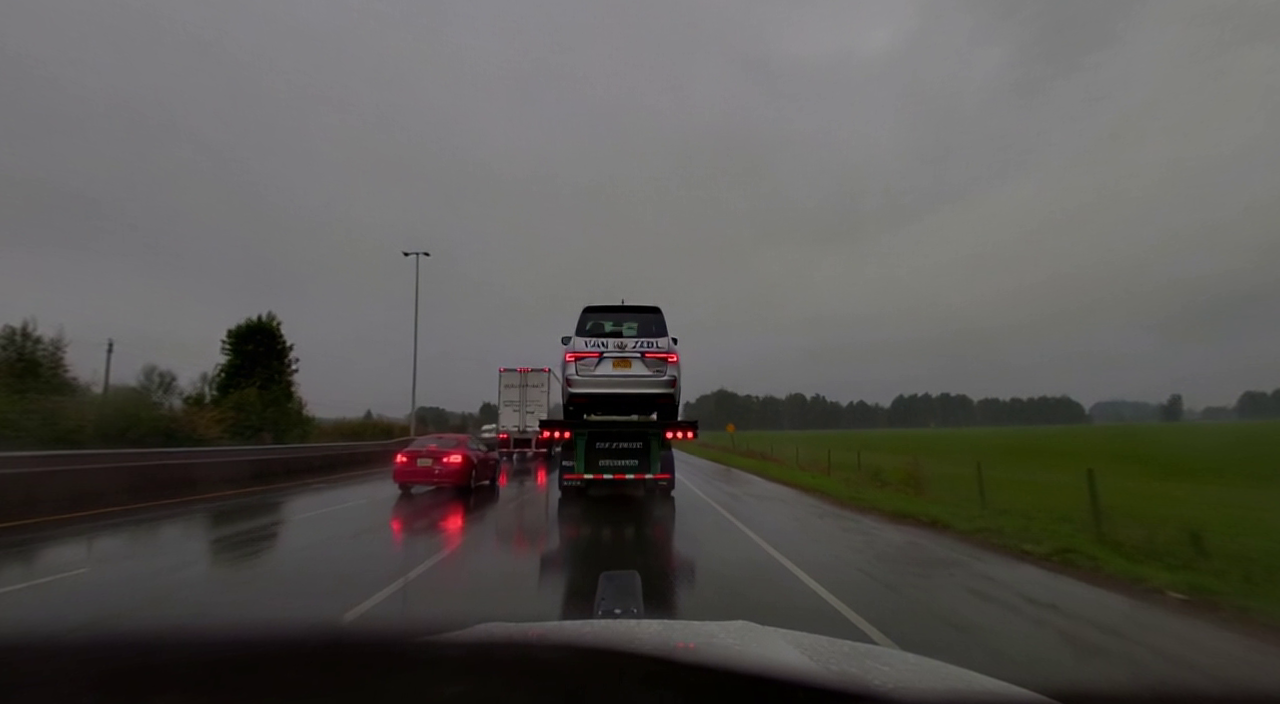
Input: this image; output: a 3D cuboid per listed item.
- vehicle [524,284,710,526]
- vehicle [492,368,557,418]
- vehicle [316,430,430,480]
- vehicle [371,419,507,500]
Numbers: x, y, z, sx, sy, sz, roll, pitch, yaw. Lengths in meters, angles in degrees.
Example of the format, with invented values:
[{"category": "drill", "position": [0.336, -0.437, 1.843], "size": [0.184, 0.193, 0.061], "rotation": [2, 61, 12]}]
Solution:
[{"category": "vehicle", "position": [-0.476, 1.355, 14.073], "size": [2.738, 3.628, 9.223], "rotation": [0, -7, -2]}, {"category": "vehicle", "position": [-4.786, 1.836, 26.779], "size": [2.118, 1.799, 4.591], "rotation": [0, -7, -3]}, {"category": "vehicle", "position": [-8.963, 3.463, 21.671], "size": [1.897, 1.524, 4.790], "rotation": [0, -7, -1]}, {"category": "vehicle", "position": [-4.624, 2.511, 15.266], "size": [1.914, 1.675, 4.331], "rotation": [0, -7, -1]}]
